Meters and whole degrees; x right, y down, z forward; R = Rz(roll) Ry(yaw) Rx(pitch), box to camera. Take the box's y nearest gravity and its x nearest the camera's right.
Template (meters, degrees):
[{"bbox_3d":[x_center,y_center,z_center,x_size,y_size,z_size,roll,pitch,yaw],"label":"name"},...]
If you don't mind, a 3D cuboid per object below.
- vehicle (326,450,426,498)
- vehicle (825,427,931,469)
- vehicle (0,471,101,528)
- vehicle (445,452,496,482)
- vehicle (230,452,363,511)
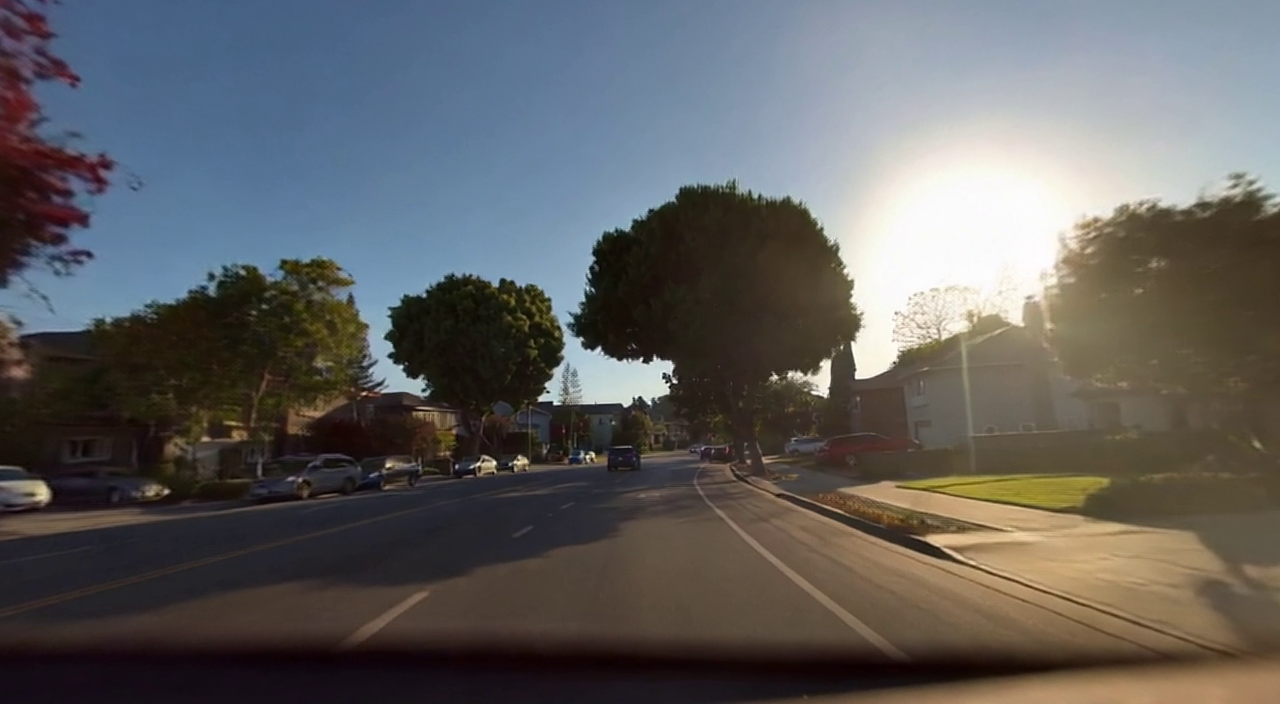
[{"bbox_3d":[-13.189,6.096,32.075,2.114,1.931,5.936,-7,-9,4],"label":"vehicle"},{"bbox_3d":[11.694,4.762,31.299,4.383,1.602,1.920,-5,-9,2],"label":"vehicle"},{"bbox_3d":[-18.416,4.246,18.245,1.872,1.396,4.150,-1,-8,3],"label":"vehicle"},{"bbox_3d":[-12.024,8.163,45.094,2.009,1.789,4.449,-5,-9,6],"label":"vehicle"},{"bbox_3d":[-13.637,5.100,25.577,2.157,1.882,5.479,-5,-9,3],"label":"vehicle"}]
